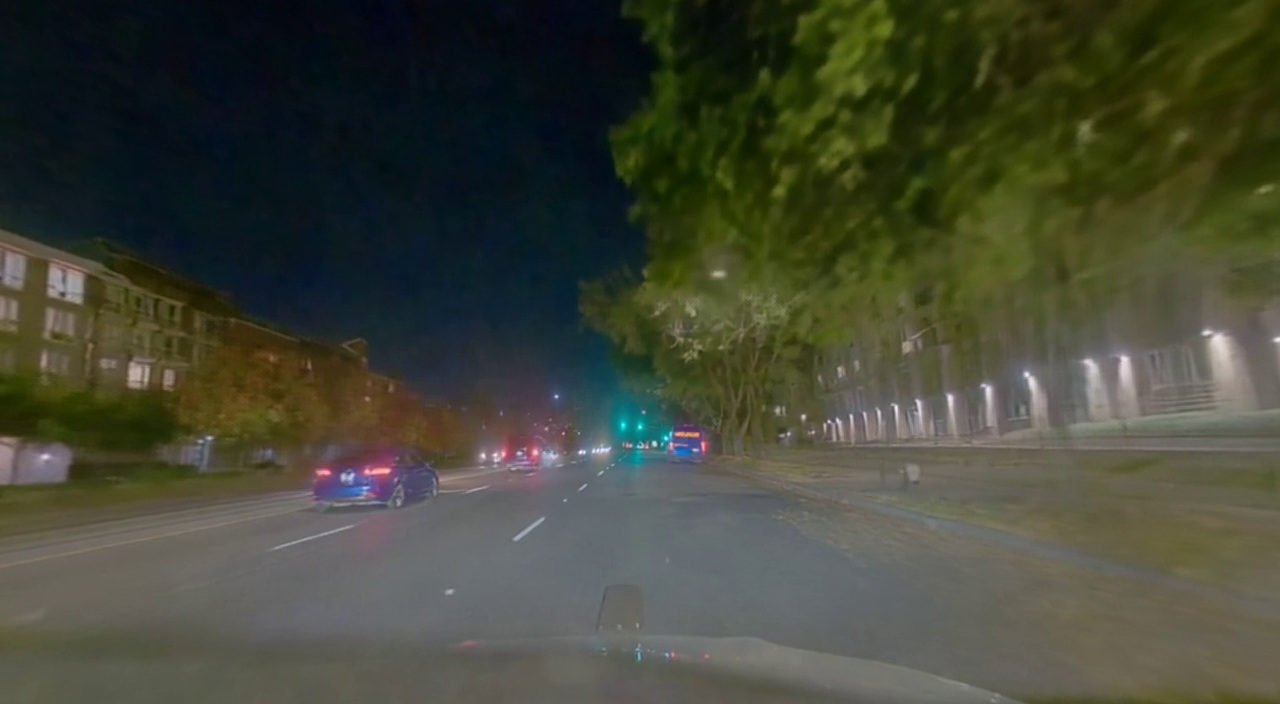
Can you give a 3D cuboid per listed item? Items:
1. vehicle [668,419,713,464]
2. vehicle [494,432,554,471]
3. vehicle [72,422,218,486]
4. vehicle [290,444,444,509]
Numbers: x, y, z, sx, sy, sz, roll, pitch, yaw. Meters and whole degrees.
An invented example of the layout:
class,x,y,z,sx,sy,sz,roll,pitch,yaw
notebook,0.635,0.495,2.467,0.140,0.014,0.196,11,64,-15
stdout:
class,x,y,z,sx,sy,sz,roll,pitch,yaw
vehicle,3.477,6.369,44.839,2.791,3.026,4.668,0,-9,0
vehicle,-6.664,5.796,36.886,2.332,2.039,5.678,0,-9,1
vehicle,-34.347,7.142,44.515,2.781,3.955,8.836,-1,-9,2
vehicle,-6.848,3.142,16.470,1.970,1.456,4.441,0,-9,1
